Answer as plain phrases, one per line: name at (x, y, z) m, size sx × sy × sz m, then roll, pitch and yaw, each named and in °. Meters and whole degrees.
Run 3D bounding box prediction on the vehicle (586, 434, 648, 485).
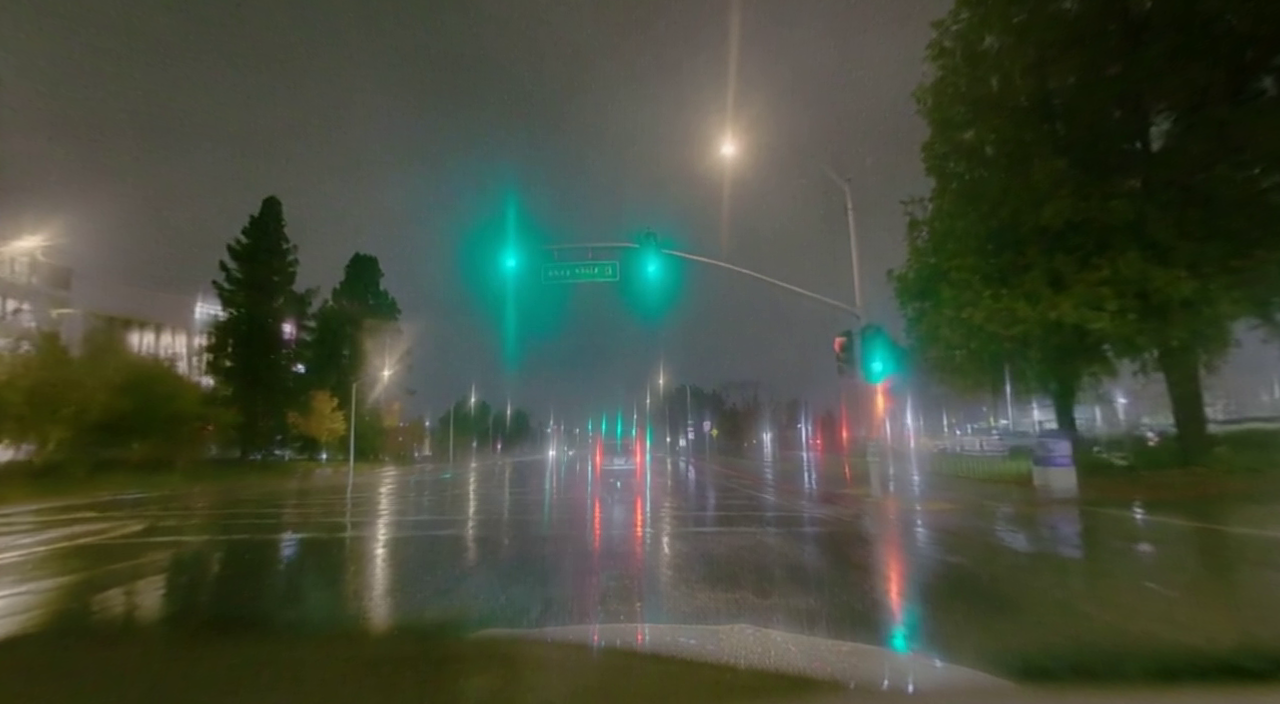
vehicle at (-0.833, 3.986, 23.695) m, size 2.130 × 1.711 × 4.038 m, roll 0°, pitch -9°, yaw -1°
